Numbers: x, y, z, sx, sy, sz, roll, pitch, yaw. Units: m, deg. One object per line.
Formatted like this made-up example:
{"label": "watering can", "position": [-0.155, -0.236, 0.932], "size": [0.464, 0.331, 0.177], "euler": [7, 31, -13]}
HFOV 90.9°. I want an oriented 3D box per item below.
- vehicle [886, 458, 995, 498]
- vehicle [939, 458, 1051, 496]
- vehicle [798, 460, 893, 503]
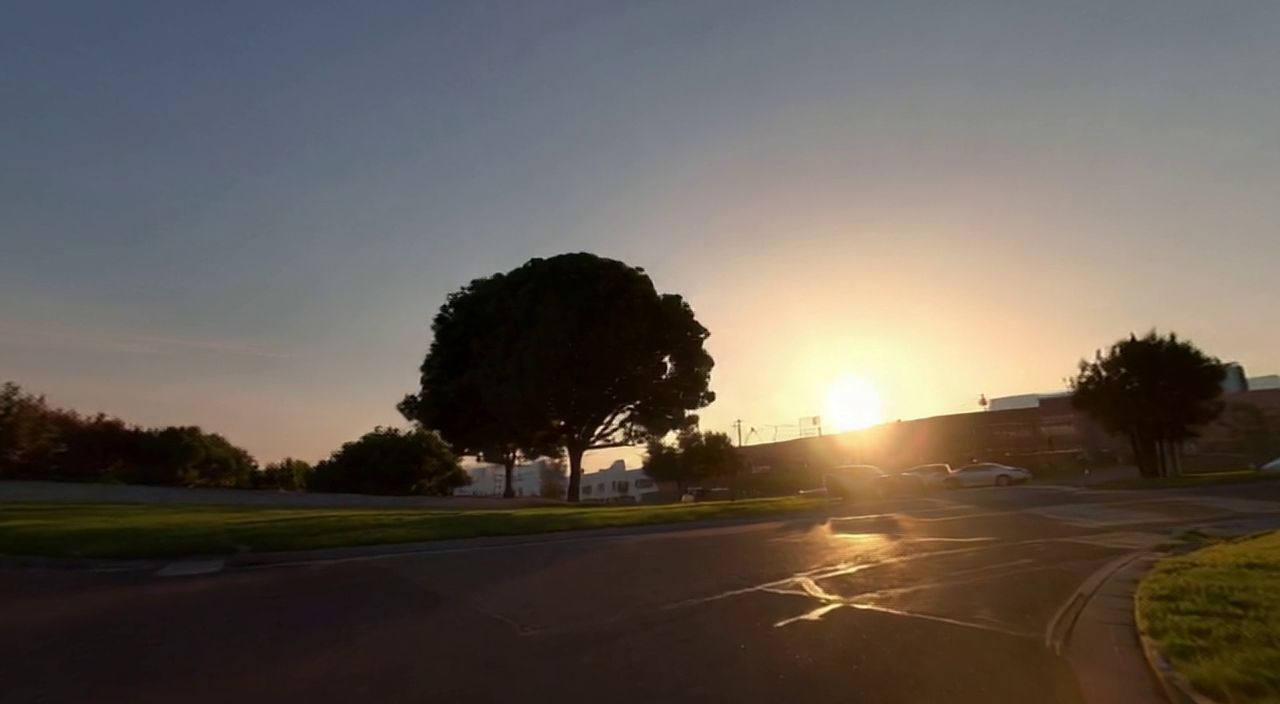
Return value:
{"label": "vehicle", "position": [12.299, 5.246, 26.063], "size": [1.833, 1.490, 3.705], "euler": [6, -13, -22]}
{"label": "vehicle", "position": [15.537, 5.499, 27.823], "size": [1.825, 1.512, 3.943], "euler": [5, -11, -22]}
{"label": "vehicle", "position": [8.454, 5.470, 26.341], "size": [1.944, 1.608, 3.715], "euler": [4, -14, -16]}
